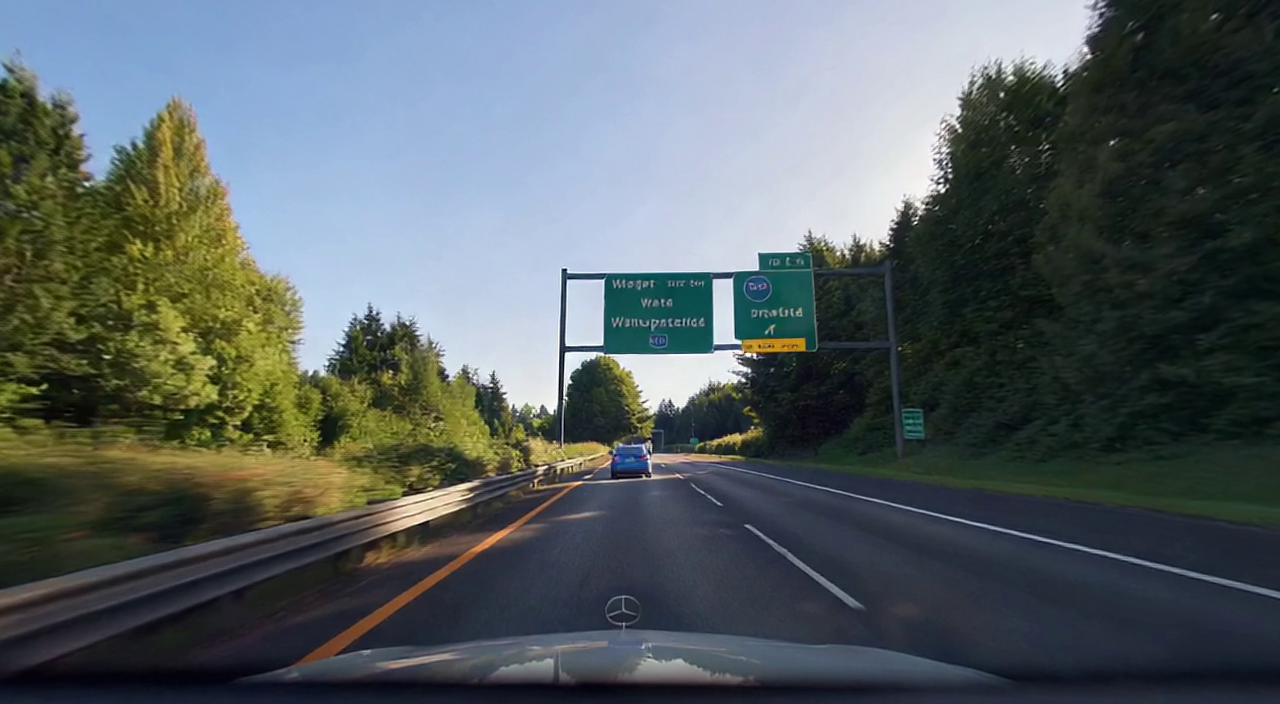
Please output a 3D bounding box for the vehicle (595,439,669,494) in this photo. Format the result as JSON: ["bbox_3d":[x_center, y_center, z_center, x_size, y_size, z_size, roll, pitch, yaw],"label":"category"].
[{"bbox_3d":[-0.228,3.526,19.762,2.069,1.523,4.012,0,-9,0],"label":"vehicle"}]
